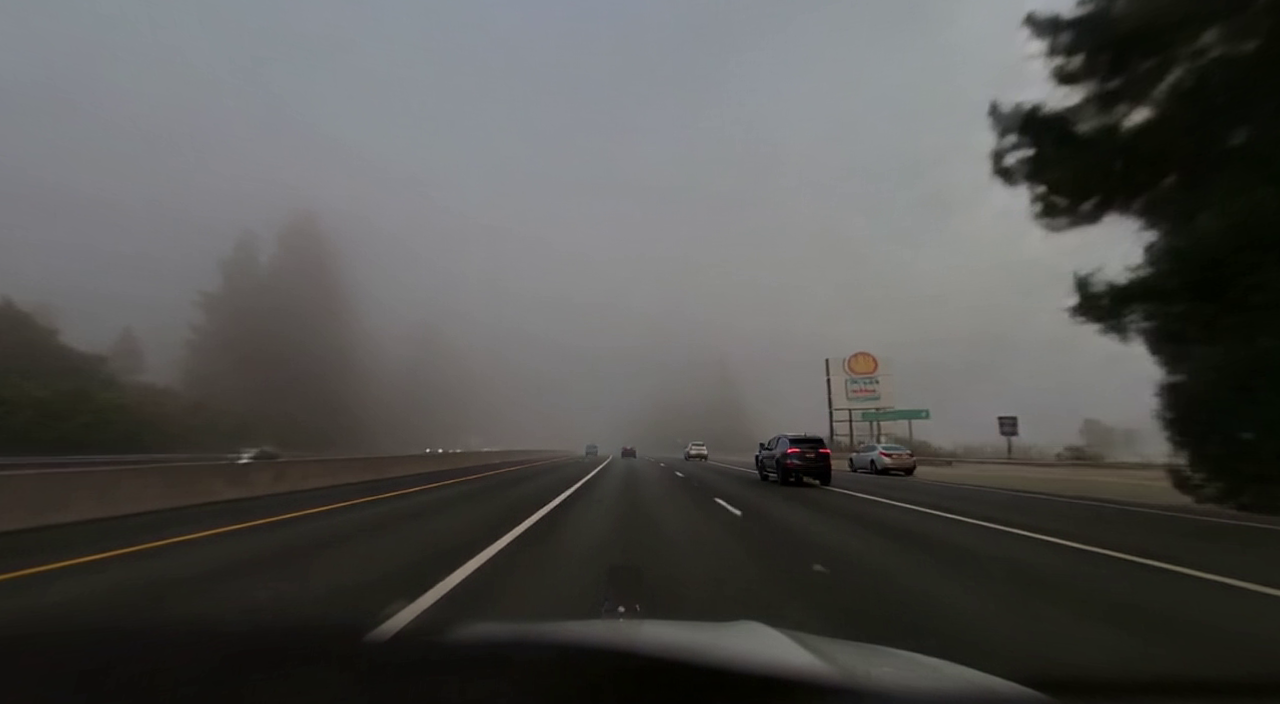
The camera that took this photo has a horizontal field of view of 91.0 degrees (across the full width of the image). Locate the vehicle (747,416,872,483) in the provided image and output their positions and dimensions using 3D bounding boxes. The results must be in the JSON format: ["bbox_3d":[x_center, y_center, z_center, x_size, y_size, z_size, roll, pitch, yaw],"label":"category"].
[{"bbox_3d":[6.707,4.042,26.388,2.779,2.339,8.073,0,-8,-2],"label":"vehicle"}]

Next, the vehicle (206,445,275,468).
[{"bbox_3d":[-28.662,7.486,45.298,1.987,1.600,4.662,0,-8,-1],"label":"vehicle"}]

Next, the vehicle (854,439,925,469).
[{"bbox_3d":[14.127,5.796,35.904,2.072,1.611,4.387,0,-8,-2],"label":"vehicle"}]
